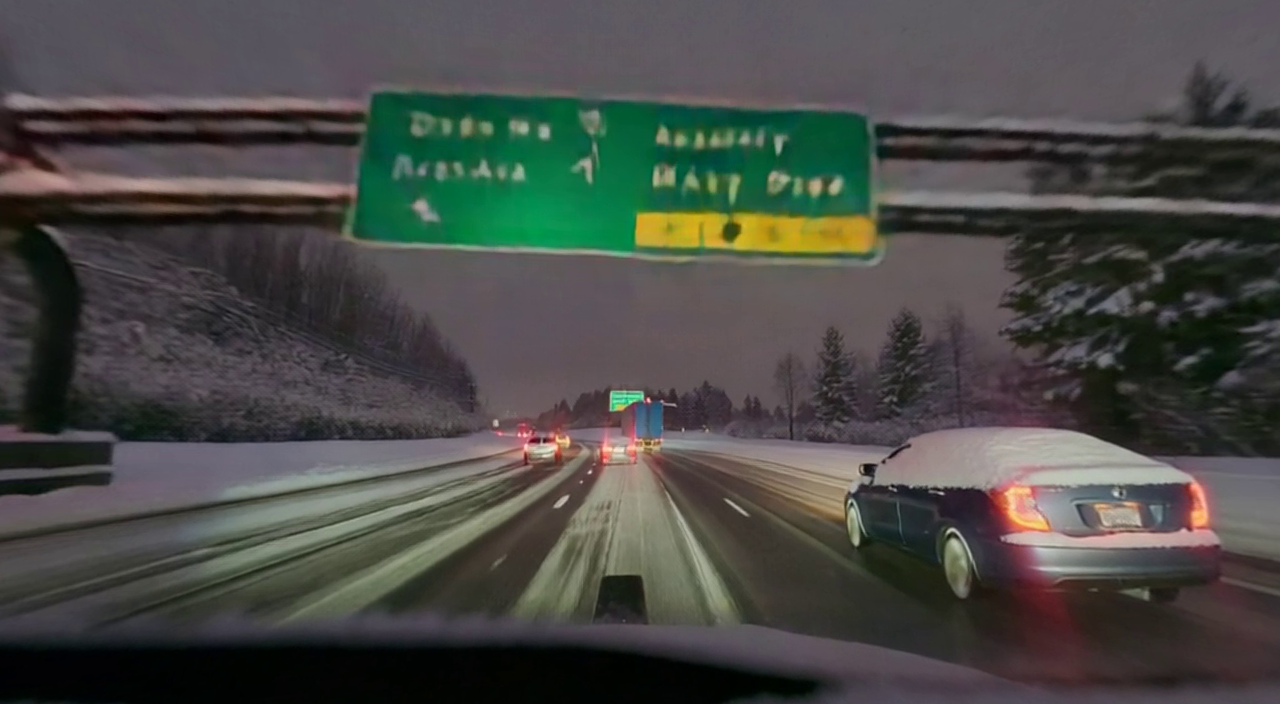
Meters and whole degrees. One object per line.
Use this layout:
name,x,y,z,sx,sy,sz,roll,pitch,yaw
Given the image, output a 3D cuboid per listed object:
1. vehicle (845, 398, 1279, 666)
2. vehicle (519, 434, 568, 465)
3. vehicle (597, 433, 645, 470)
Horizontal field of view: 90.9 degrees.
vehicle,3.582,1.317,5.718,1.971,1.472,4.301,0,-8,0
vehicle,-5.061,5.175,33.682,2.072,1.512,4.043,0,-8,-2
vehicle,-0.849,4.436,28.177,2.020,1.516,3.951,0,-8,-2
